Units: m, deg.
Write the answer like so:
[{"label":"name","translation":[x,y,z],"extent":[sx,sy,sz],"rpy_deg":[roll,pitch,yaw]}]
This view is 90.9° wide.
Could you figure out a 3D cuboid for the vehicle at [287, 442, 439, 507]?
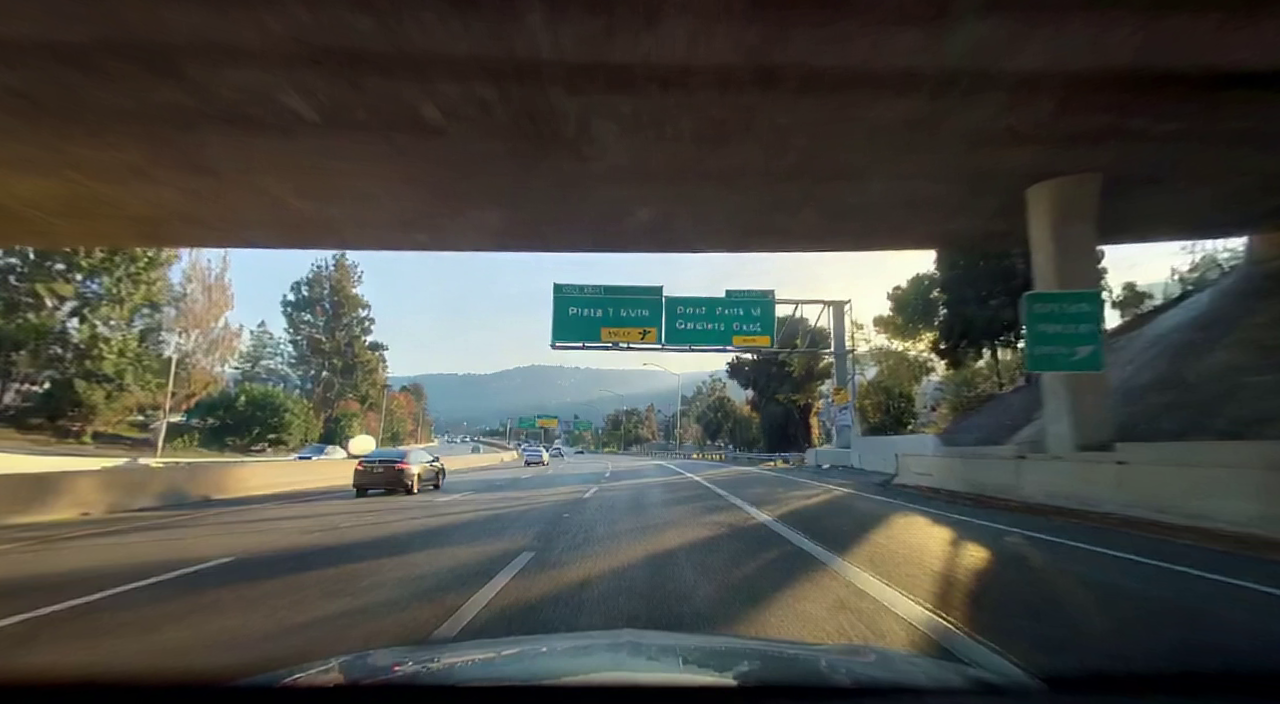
[{"label":"vehicle","translation":[-7.179,3.191,16.966],"extent":[2.025,1.494,4.495],"rpy_deg":[0,-8,0]}]
